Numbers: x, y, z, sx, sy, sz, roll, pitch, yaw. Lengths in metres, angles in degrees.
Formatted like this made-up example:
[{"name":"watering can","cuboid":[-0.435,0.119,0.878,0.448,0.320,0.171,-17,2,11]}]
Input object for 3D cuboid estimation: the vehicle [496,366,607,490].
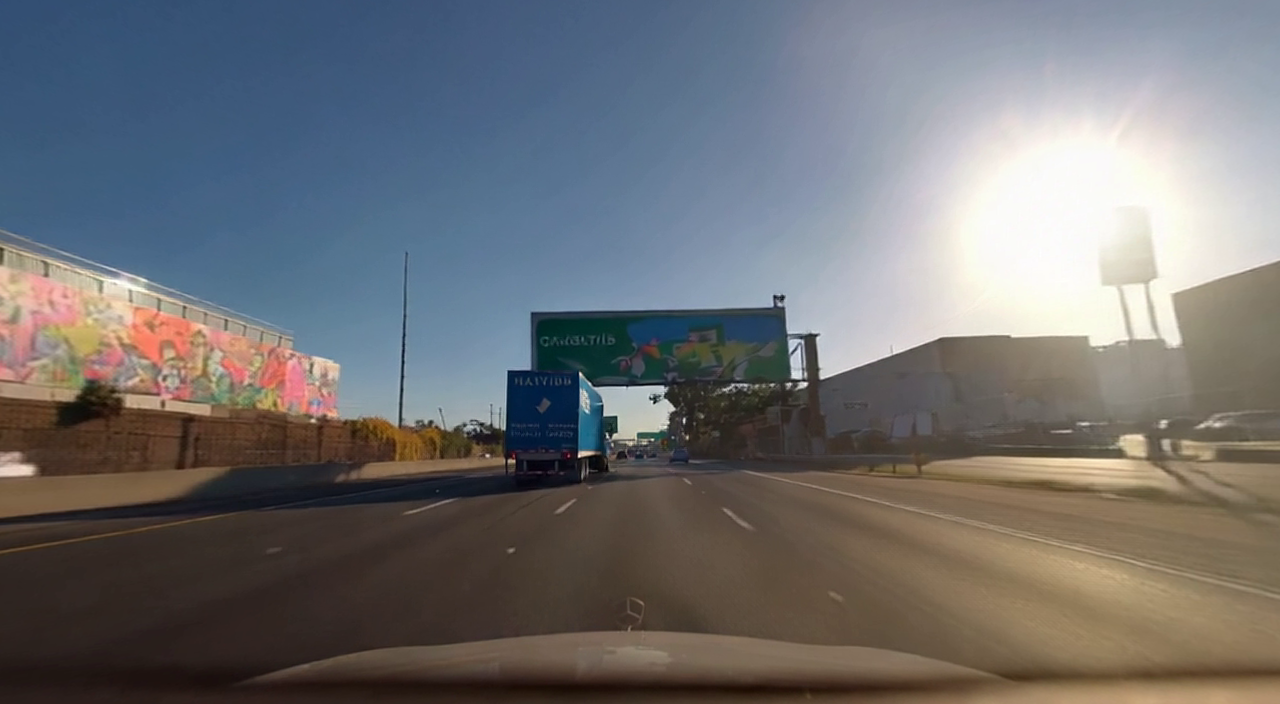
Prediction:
[{"name":"vehicle","cuboid":[-3.156,3.069,25.285,2.977,4.048,8.890,-1,-8,1]}]
